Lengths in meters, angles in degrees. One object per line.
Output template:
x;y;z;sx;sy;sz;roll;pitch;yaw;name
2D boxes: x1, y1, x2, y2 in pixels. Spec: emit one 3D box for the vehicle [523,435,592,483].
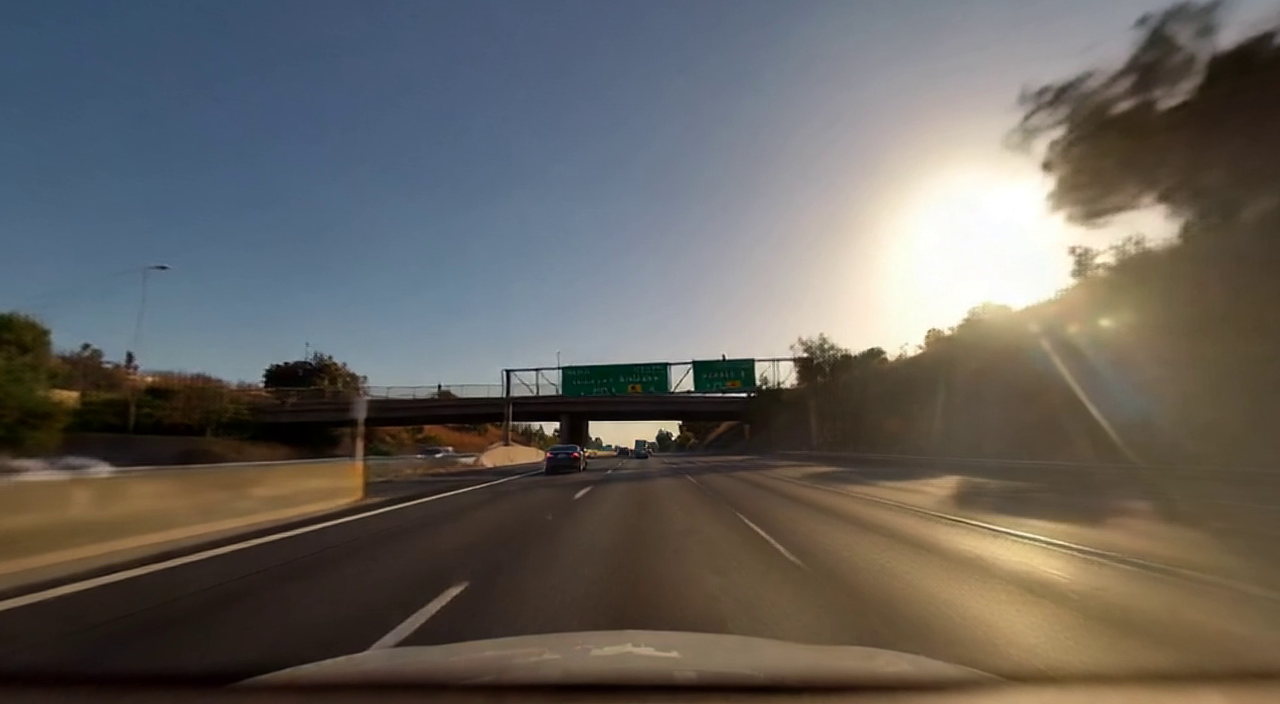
-3.107;4.148;24.766;2.072;1.706;4.359;0;-8;1;vehicle
